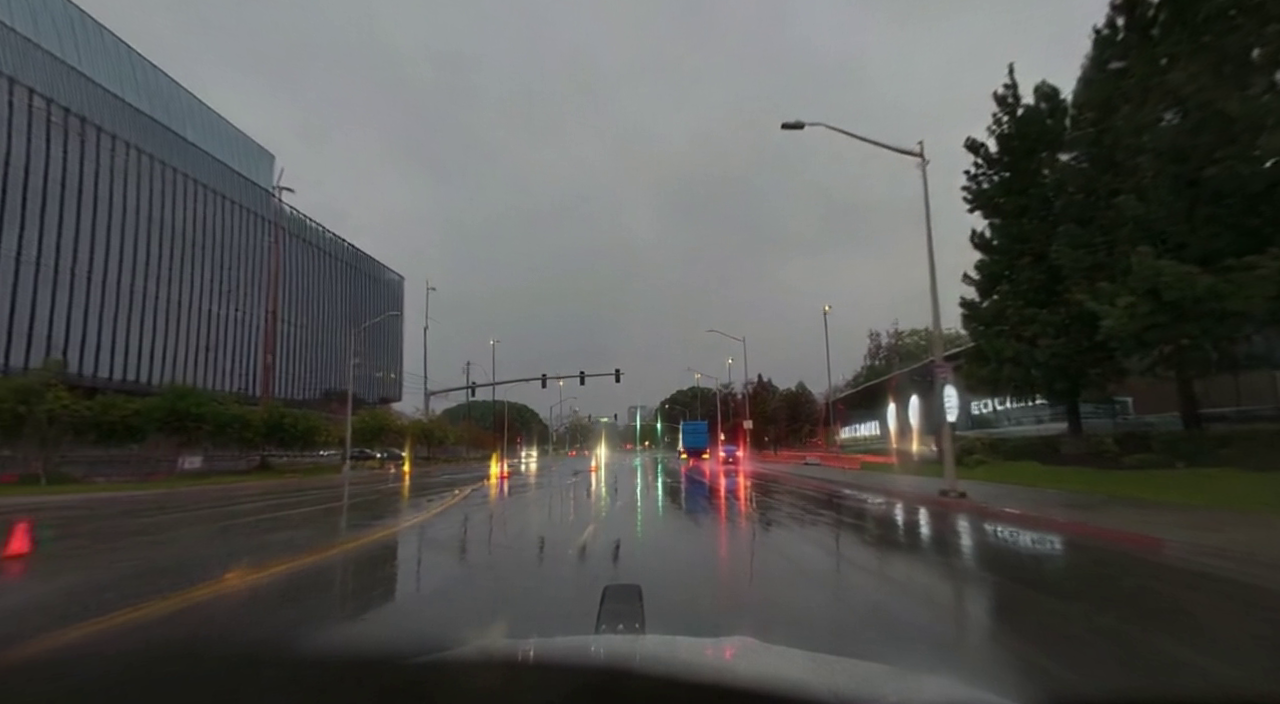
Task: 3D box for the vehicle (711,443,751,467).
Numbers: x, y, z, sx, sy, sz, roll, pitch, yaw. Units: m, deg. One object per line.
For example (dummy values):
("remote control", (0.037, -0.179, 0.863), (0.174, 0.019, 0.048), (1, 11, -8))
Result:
("vehicle", (6.436, 7.345, 45.267), (2.098, 1.619, 4.433), (0, -8, -1))
